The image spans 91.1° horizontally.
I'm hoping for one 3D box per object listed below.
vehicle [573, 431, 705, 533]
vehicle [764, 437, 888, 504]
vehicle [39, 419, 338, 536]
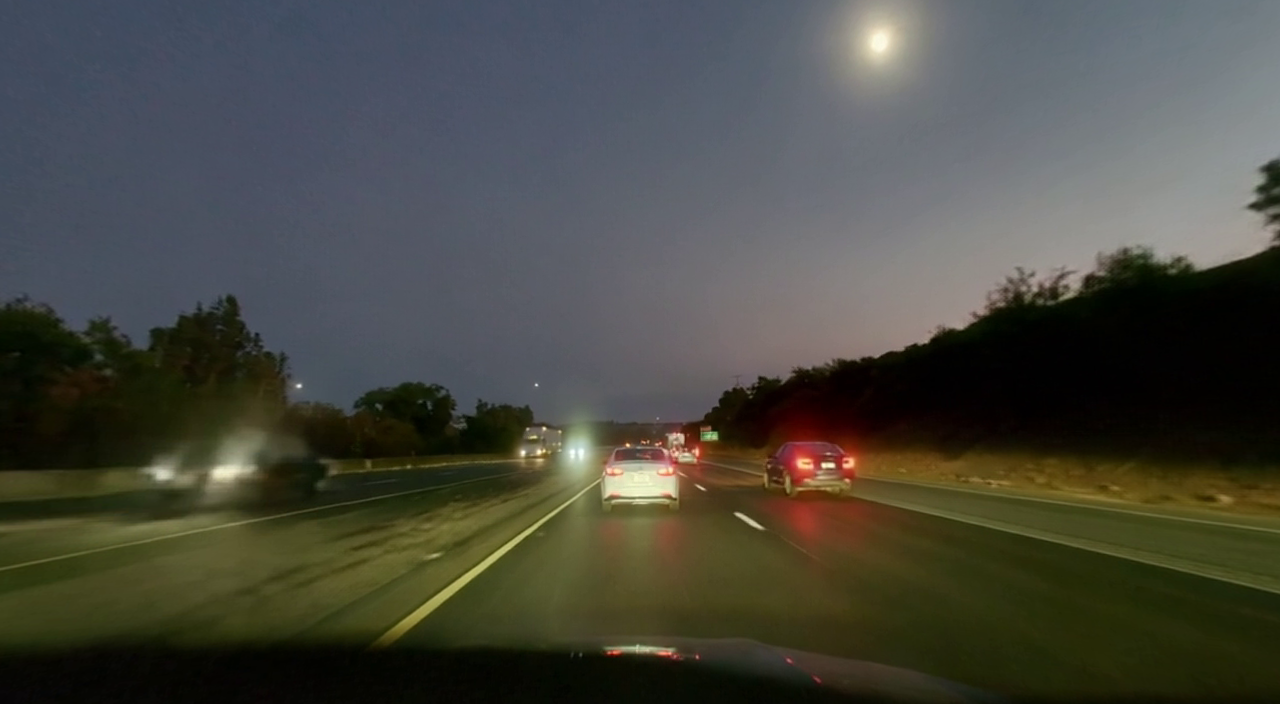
[{"bbox_3d":[-0.060,2.349,11.848,2.088,1.580,3.657,0,-9,-1],"label":"vehicle"},{"bbox_3d":[4.648,3.013,16.377,1.931,1.516,3.995,0,-9,-1],"label":"vehicle"},{"bbox_3d":[-8.639,2.446,12.923,2.178,1.875,5.264,0,-9,0],"label":"vehicle"}]
